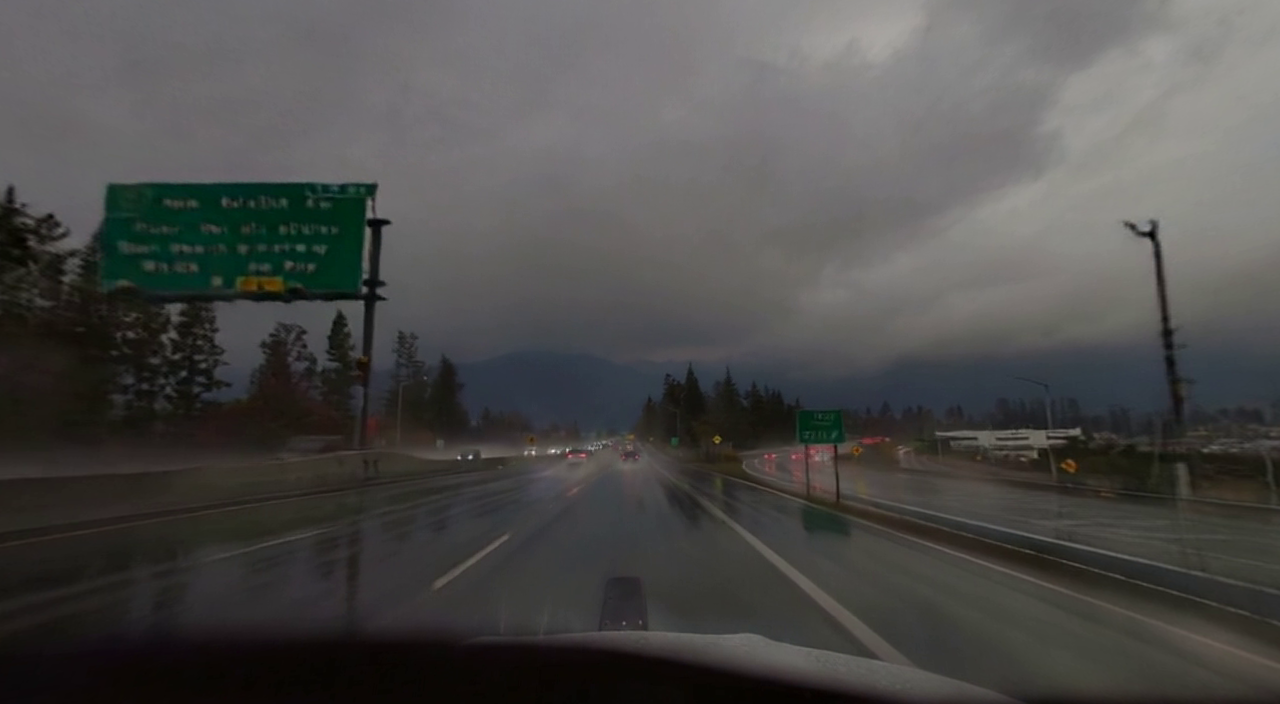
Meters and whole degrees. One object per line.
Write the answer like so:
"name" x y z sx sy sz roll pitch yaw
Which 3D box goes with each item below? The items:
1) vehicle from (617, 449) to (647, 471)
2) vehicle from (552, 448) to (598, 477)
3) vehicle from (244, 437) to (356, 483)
"vehicle" -0.576 7.777 45.656 2.100 1.471 3.956 0 -8 0
"vehicle" -3.617 6.204 35.805 2.067 1.509 4.551 0 -8 0
"vehicle" -14.038 4.470 26.455 1.813 1.728 5.143 0 -8 0
